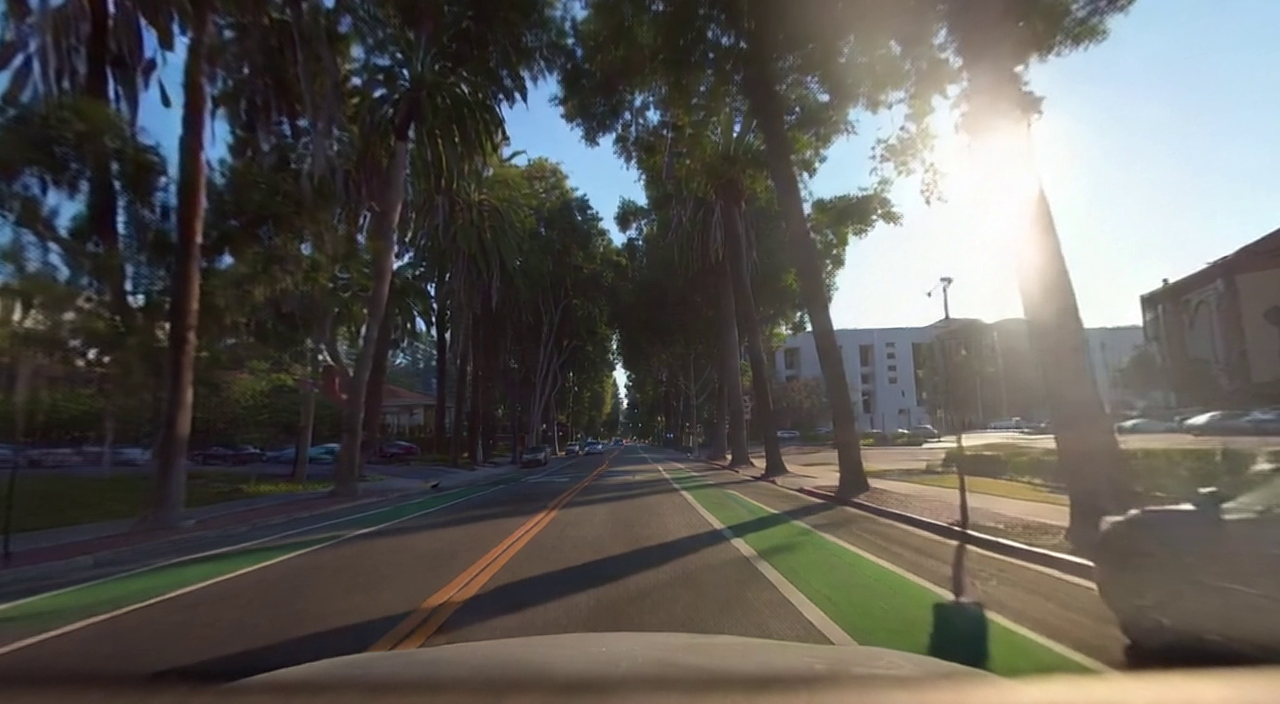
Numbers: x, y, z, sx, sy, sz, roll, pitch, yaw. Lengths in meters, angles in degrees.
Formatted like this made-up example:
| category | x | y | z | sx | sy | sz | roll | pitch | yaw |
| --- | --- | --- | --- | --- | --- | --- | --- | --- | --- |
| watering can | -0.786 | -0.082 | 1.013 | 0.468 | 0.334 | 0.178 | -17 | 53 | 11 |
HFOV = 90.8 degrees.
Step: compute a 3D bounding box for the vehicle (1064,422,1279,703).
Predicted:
| category | x | y | z | sx | sy | sz | roll | pitch | yaw |
| --- | --- | --- | --- | --- | --- | --- | --- | --- | --- |
| vehicle | 4.496 | 1.114 | 2.837 | 1.997 | 1.640 | 4.494 | 0 | -9 | -1 |
